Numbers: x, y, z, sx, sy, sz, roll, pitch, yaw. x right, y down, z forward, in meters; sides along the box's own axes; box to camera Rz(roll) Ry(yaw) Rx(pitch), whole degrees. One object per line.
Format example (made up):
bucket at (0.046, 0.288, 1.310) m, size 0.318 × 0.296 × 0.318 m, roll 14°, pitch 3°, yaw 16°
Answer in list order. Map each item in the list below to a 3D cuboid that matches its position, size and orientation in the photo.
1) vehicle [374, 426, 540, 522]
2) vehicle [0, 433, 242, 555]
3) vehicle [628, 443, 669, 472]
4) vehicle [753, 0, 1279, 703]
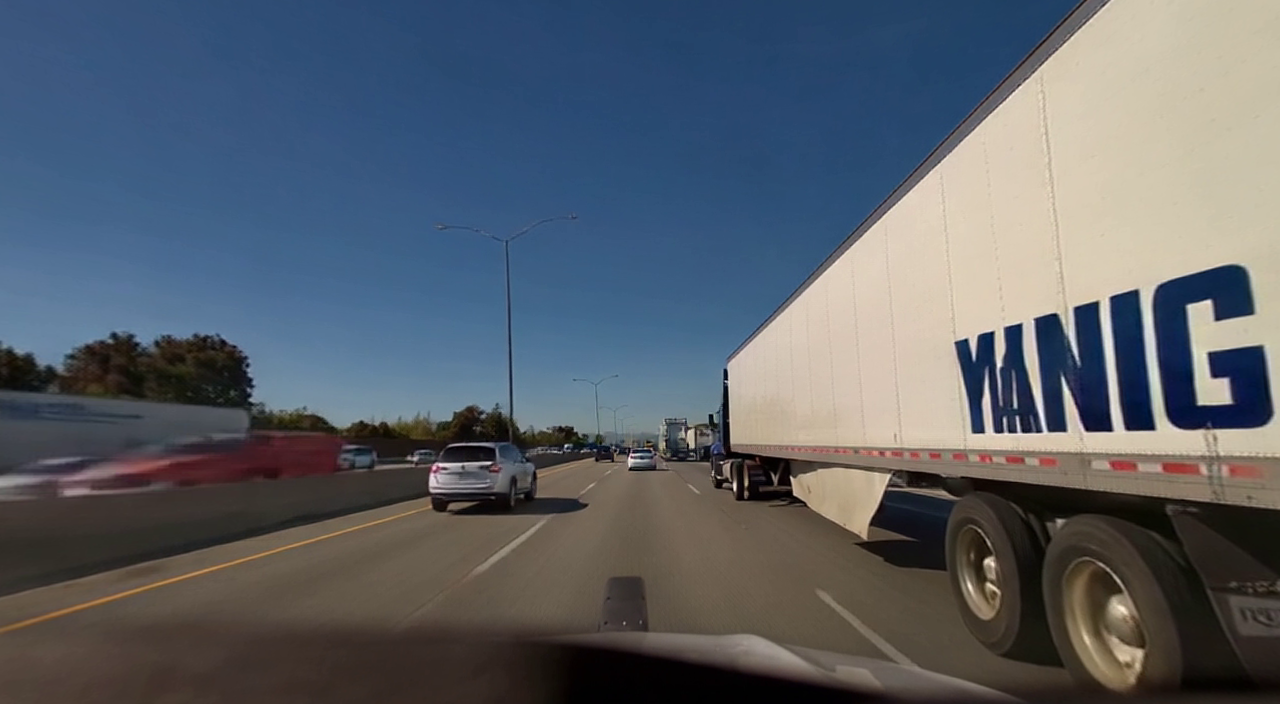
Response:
vehicle at (-3.740, 2.600, 14.025) m, size 2.091 × 1.722 × 4.974 m, roll -1°, pitch -9°, yaw 1°
vehicle at (-8.642, 2.093, 9.991) m, size 1.917 × 1.506 × 4.152 m, roll 0°, pitch -9°, yaw 0°
vehicle at (0.428, 5.729, 34.446) m, size 2.063 × 1.469 × 4.208 m, roll 0°, pitch -9°, yaw 0°
vehicle at (3.868, 0.305, 7.230) m, size 2.821 × 4.077 × 12.562 m, roll 0°, pitch -9°, yaw 0°
